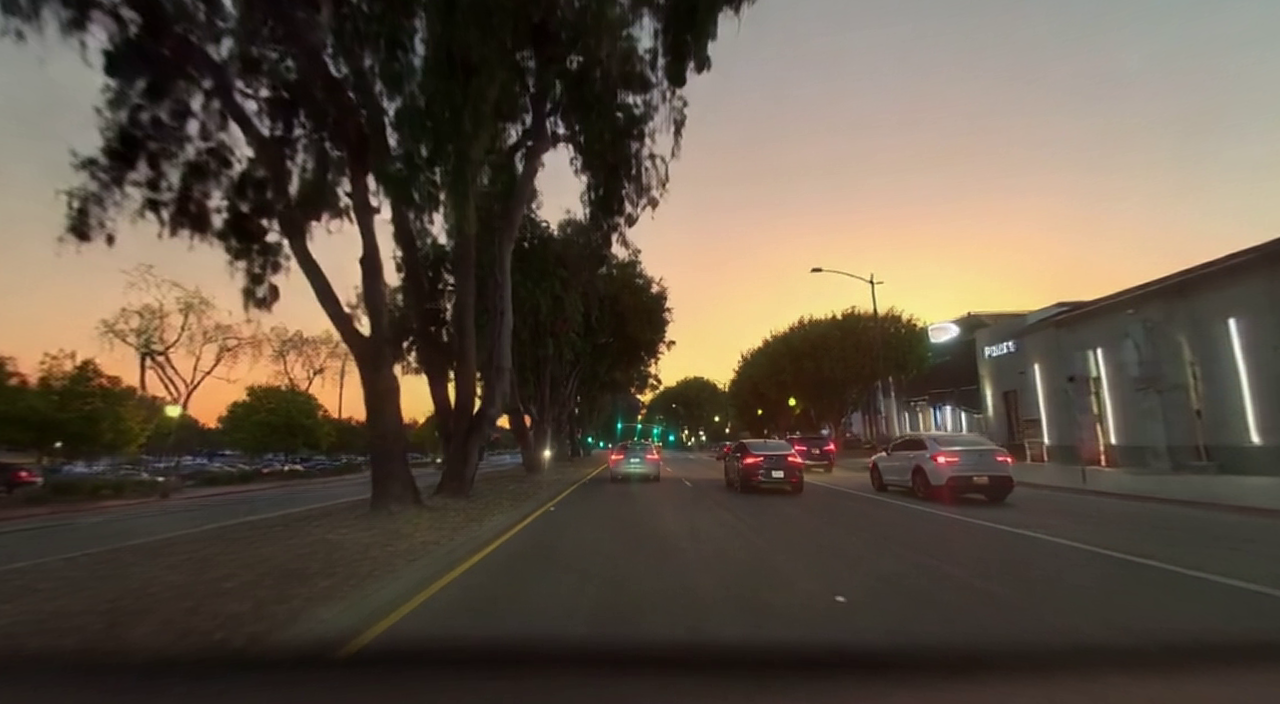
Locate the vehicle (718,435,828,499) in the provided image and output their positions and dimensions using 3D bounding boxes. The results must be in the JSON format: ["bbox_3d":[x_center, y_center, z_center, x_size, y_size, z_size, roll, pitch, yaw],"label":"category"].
[{"bbox_3d":[3.425,3.037,17.115,1.993,1.477,4.240,0,-8,-1],"label":"vehicle"}]

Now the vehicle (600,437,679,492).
[{"bbox_3d":[-0.051,3.340,19.055,2.101,1.444,4.248,0,-8,-1],"label":"vehicle"}]

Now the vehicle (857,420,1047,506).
[{"bbox_3d":[7.202,2.620,15.326,2.052,1.708,4.842,0,-8,-1],"label":"vehicle"}]
